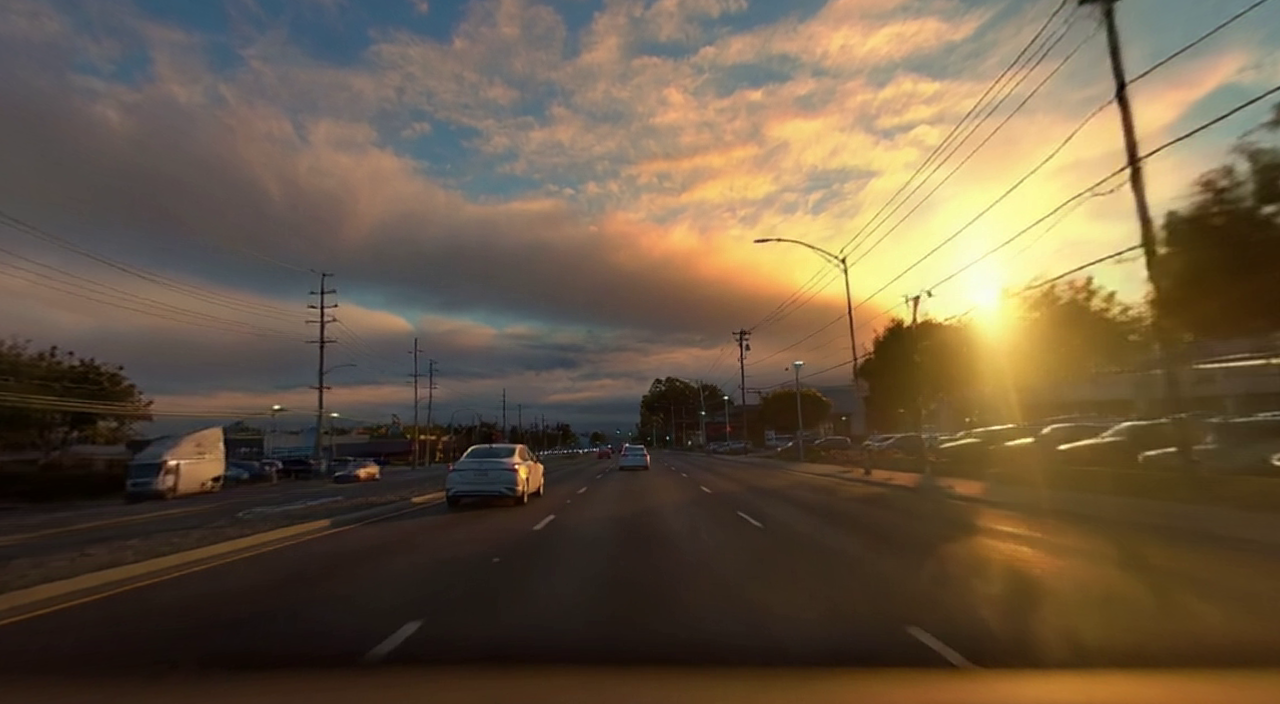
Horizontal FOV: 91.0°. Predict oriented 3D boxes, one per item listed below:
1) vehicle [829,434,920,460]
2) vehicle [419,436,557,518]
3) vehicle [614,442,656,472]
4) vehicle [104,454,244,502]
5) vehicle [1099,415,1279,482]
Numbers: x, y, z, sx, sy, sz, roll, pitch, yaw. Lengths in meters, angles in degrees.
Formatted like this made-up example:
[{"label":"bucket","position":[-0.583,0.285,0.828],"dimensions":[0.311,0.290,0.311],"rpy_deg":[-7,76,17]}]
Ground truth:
[{"label":"vehicle","position":[13.962,5.662,37.657],"dimensions":[4.630,1.497,2.016],"rpy_deg":[0,-9,0]},{"label":"vehicle","position":[-3.133,2.662,13.960],"dimensions":[1.939,1.496,4.309],"rpy_deg":[0,-9,0]},{"label":"vehicle","position":[-0.267,5.415,32.741],"dimensions":[2.019,1.459,4.005],"rpy_deg":[0,-9,-1]},{"label":"vehicle","position":[-23.106,6.205,31.684],"dimensions":[2.416,2.082,6.190],"rpy_deg":[0,-9,-2]},{"label":"vehicle","position":[14.468,2.401,15.748],"dimensions":[4.307,1.552,2.063],"rpy_deg":[0,-9,0]}]
